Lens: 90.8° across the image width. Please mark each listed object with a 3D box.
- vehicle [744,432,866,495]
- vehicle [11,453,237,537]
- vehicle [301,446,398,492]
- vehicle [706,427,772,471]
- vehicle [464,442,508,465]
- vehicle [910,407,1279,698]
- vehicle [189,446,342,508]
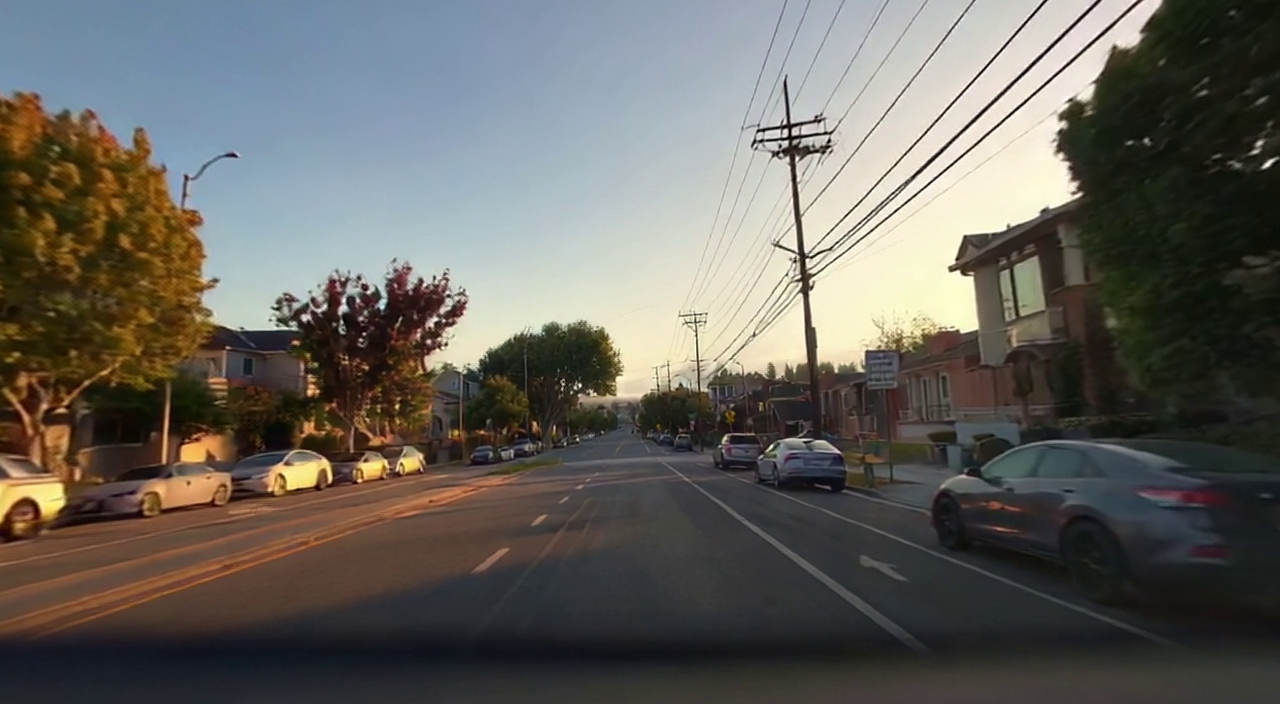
[{"bbox_3d":[4.251,2.919,17.111,1.989,1.471,4.460,0,-8,-1],"label":"vehicle"},{"bbox_3d":[-11.177,3.056,14.133,1.689,1.461,4.008,0,-8,-1],"label":"vehicle"},{"bbox_3d":[-11.021,4.425,24.366,1.804,1.513,4.450,0,-8,-2],"label":"vehicle"},{"bbox_3d":[4.346,4.314,28.469,2.126,1.802,4.259,0,-8,-2],"label":"vehicle"},{"bbox_3d":[-11.472,7.559,47.323,1.970,1.523,4.702,-1,-8,2],"label":"vehicle"},{"bbox_3d":[4.368,1.353,5.632,1.960,1.512,4.606,0,-8,1],"label":"vehicle"},{"bbox_3d":[-11.035,3.667,19.120,1.955,1.522,4.759,0,-8,-3],"label":"vehicle"}]
